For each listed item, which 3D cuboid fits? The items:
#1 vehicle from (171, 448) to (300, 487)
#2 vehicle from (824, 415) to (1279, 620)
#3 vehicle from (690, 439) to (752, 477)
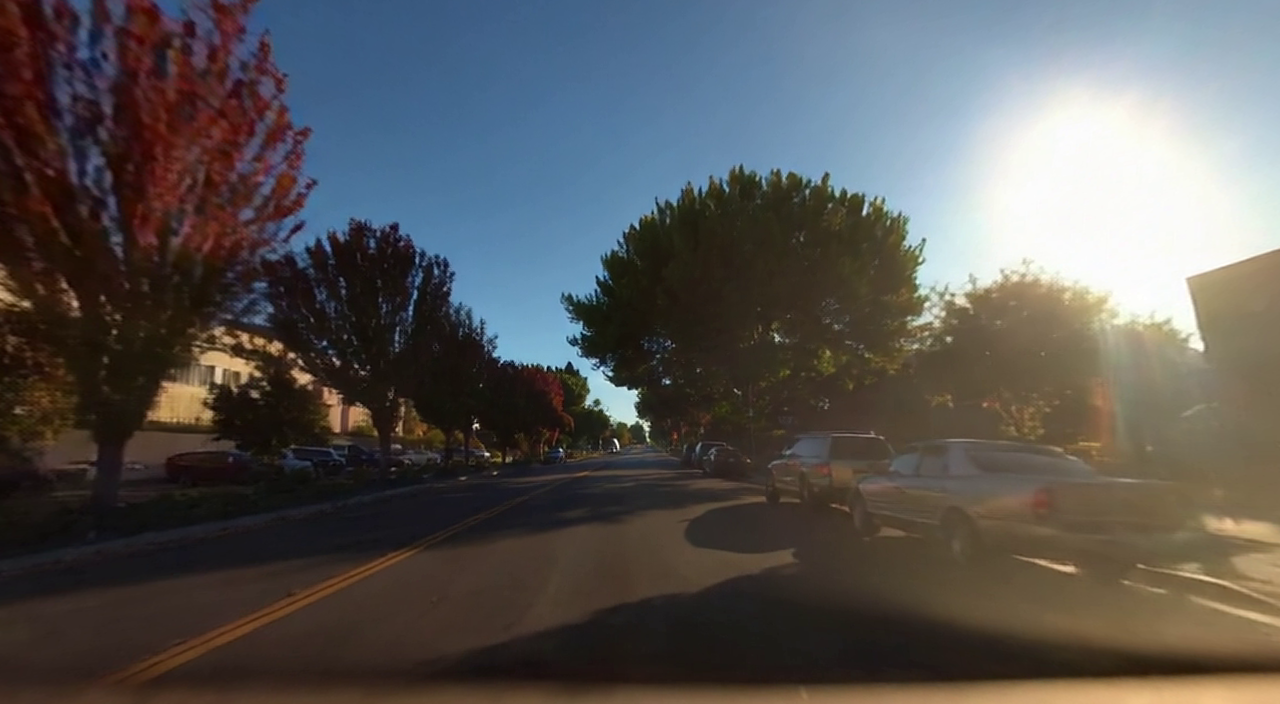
[{"bbox_3d":[-16.644,4.711,26.056,4.491,1.455,1.959,-3,-9,17],"label":"vehicle"},{"bbox_3d":[3.950,1.614,7.350,1.933,1.528,5.006,0,-8,-2],"label":"vehicle"},{"bbox_3d":[3.601,4.804,28.952,1.952,1.538,5.215,0,-8,-2],"label":"vehicle"}]
